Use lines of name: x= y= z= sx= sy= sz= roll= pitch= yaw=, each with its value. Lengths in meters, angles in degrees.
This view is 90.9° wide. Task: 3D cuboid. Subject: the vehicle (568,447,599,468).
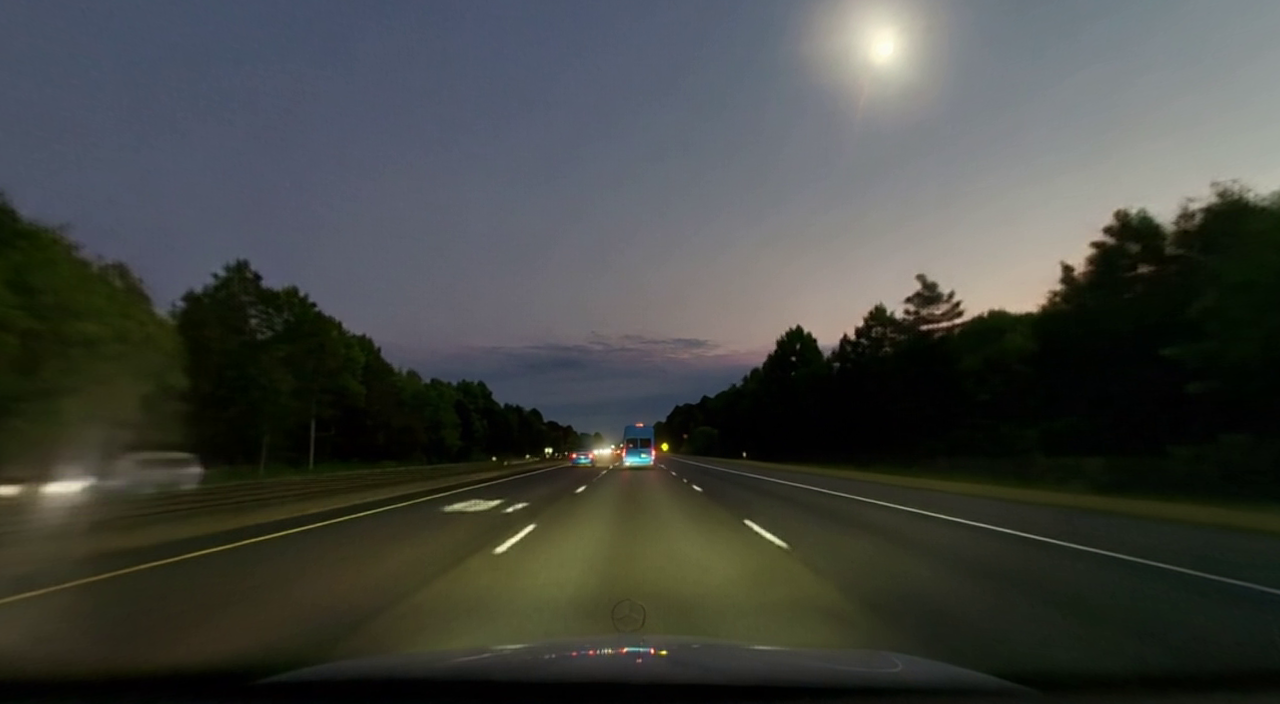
vehicle: x=-4.264 y=8.021 z=47.995 sx=1.916 sy=1.506 sz=4.476 roll=0 pitch=-9 yaw=0

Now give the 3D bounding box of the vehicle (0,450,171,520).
vehicle: x=-16.479 y=3.774 z=18.454 sx=2.191 sy=1.757 sz=4.202 roll=0 pitch=-9 yaw=-1
